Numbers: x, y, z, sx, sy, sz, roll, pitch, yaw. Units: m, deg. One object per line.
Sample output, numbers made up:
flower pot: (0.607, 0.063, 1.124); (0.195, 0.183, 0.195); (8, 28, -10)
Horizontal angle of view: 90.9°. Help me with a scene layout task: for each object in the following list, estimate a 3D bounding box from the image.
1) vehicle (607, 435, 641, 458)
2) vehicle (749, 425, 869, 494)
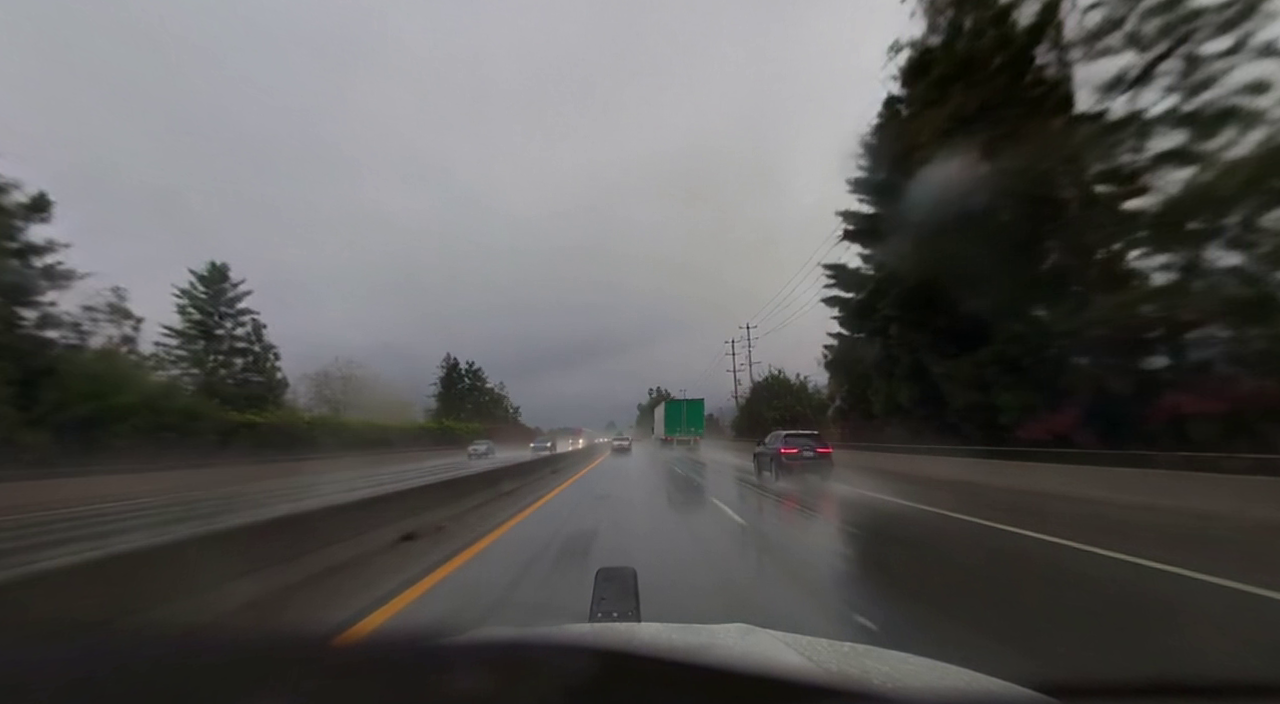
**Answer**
vehicle: (-1.037, 6.276, 42.203); (2.163, 1.466, 3.693); (0, -7, -1)
vehicle: (4.231, 2.726, 16.474); (1.930, 1.573, 3.853); (0, -7, -2)
